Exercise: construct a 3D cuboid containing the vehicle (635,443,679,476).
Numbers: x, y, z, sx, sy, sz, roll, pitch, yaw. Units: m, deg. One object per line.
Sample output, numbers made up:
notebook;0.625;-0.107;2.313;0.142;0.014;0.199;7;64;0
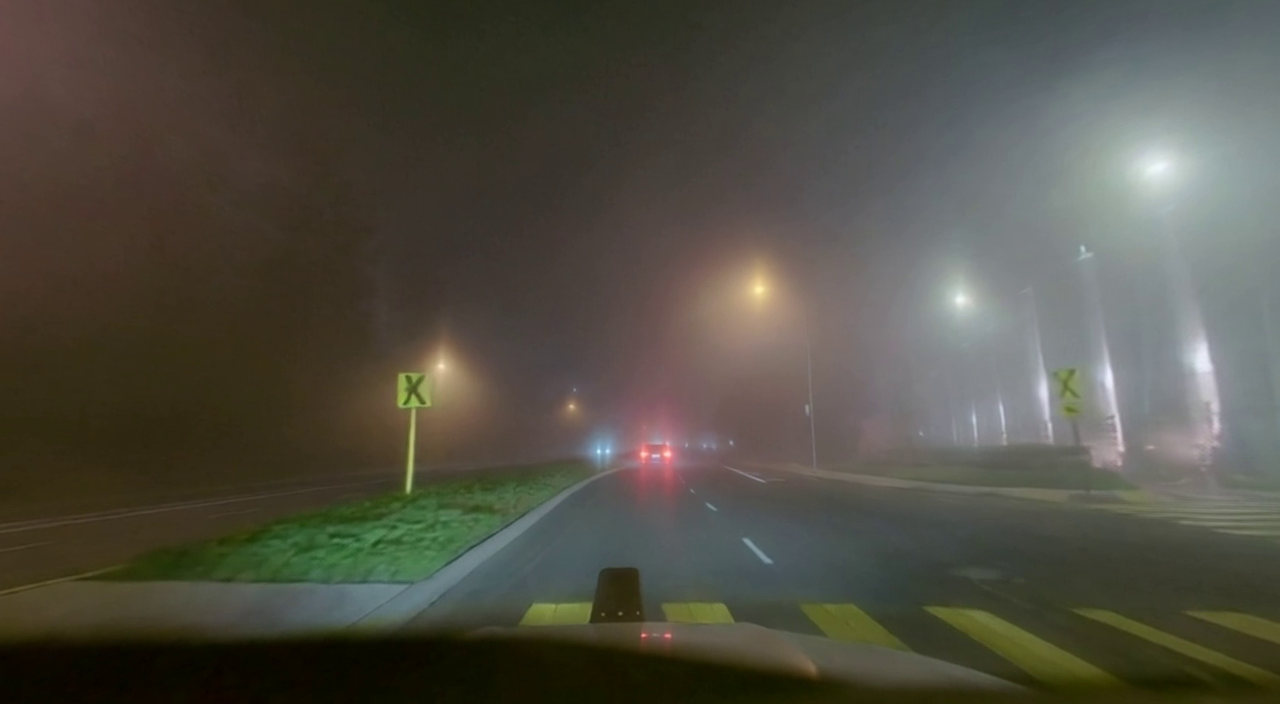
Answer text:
vehicle;0.916;5.582;33.089;2.158;1.600;3.865;0;-9;2
